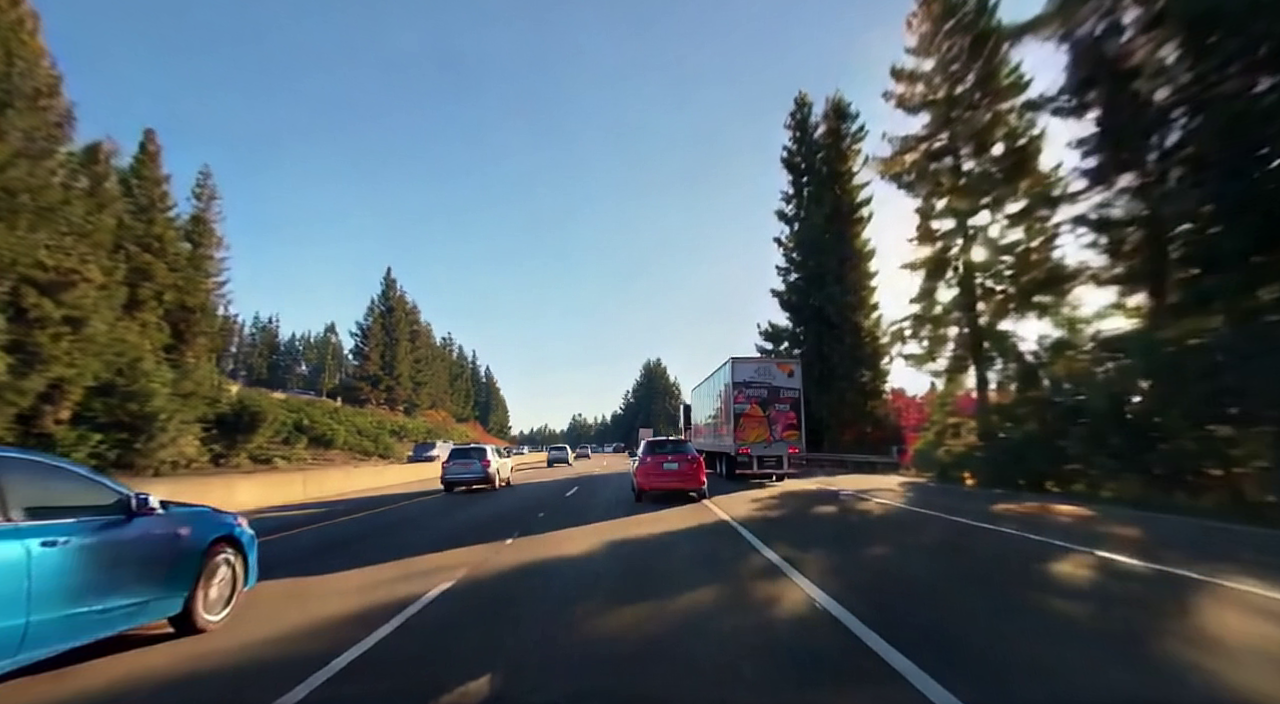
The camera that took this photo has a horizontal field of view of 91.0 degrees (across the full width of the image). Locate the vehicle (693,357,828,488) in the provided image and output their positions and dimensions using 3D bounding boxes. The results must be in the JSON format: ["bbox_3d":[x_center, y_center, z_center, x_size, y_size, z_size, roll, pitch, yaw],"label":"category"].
[{"bbox_3d":[4.343,3.203,26.821,2.828,4.081,14.220,0,-8,-1],"label":"vehicle"}]

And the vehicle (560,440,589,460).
[{"bbox_3d":[-5.119,7.696,49.633,1.950,1.535,4.237,0,-8,-1],"label":"vehicle"}]

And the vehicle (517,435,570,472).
[{"bbox_3d":[-4.708,5.012,31.279,2.014,1.683,4.275,0,-8,0],"label":"vehicle"}]

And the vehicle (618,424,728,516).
[{"bbox_3d":[0.597,2.418,13.376,2.017,1.662,3.543,0,-8,0],"label":"vehicle"}]

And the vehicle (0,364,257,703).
[{"bbox_3d":[-4.059,0.859,2.732,1.983,1.666,4.452,0,-8,0],"label":"vehicle"}]

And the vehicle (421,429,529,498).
[{"bbox_3d":[-4.315,2.968,17.115,1.905,1.642,3.803,0,-8,0],"label":"vehicle"}]
